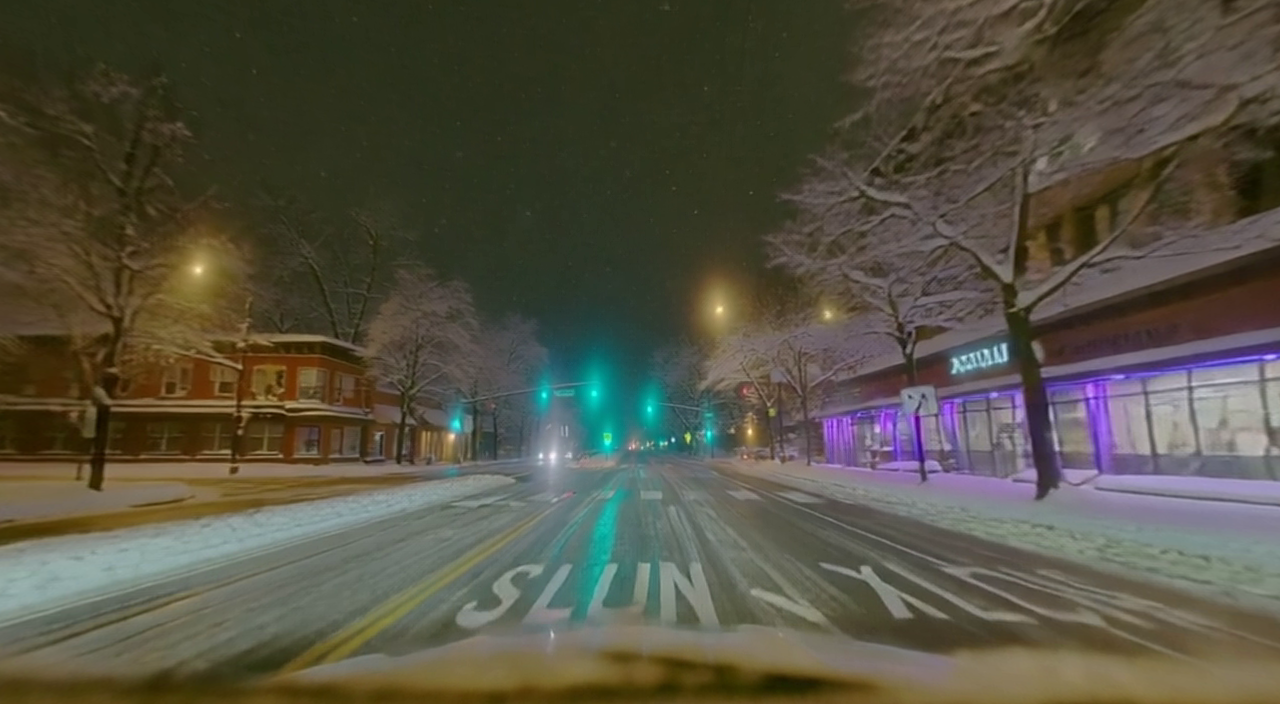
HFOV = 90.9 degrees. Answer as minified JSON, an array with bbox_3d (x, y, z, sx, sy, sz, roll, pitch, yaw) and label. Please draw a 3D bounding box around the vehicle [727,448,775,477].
[{"bbox_3d":[6.309,6.316,36.255,1.906,1.523,4.336,0,-9,-1],"label":"vehicle"}]
